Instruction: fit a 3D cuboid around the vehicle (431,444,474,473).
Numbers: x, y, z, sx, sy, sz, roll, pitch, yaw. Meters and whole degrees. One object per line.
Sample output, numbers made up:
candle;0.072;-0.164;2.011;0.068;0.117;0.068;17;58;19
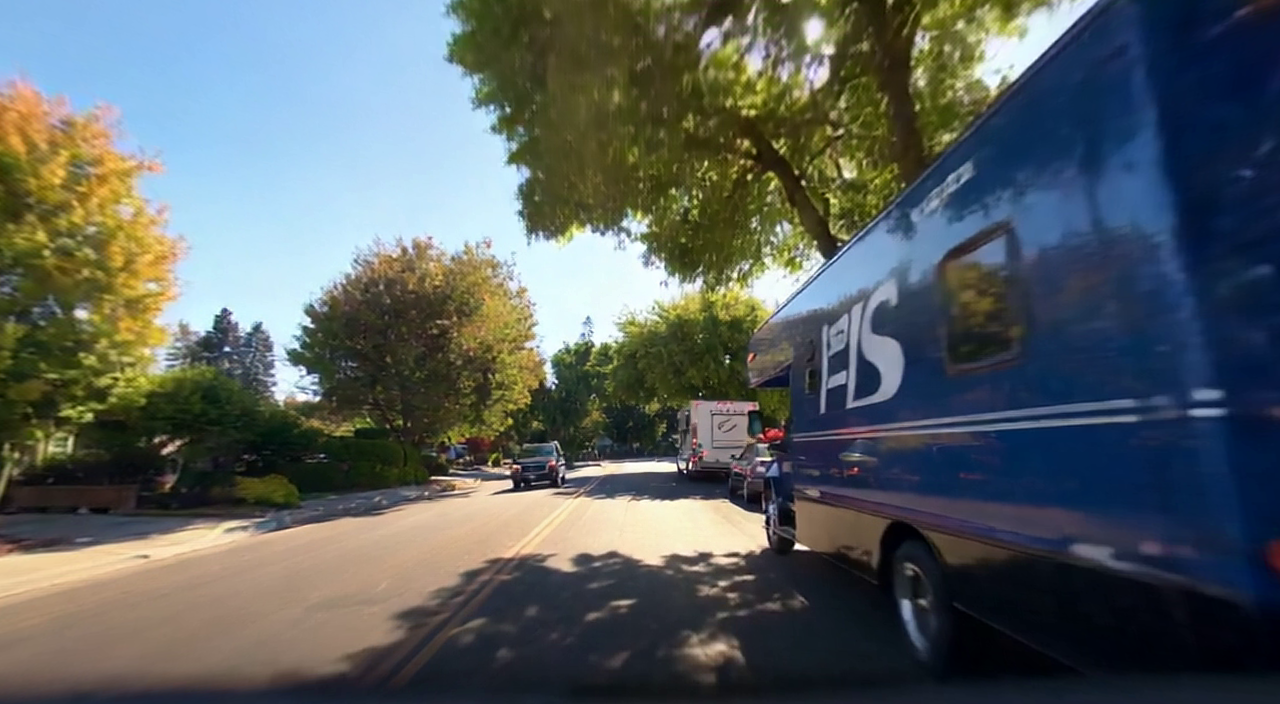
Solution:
vehicle;-12.776;7.252;43.097;2.111;1.856;4.803;0;-9;-8

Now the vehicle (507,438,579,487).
vehicle;-3.725;4.339;25.083;2.194;1.763;4.288;0;-9;0

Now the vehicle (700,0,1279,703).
vehicle;2.946;0.843;7.699;3.052;3.440;11.052;0;-8;-1
